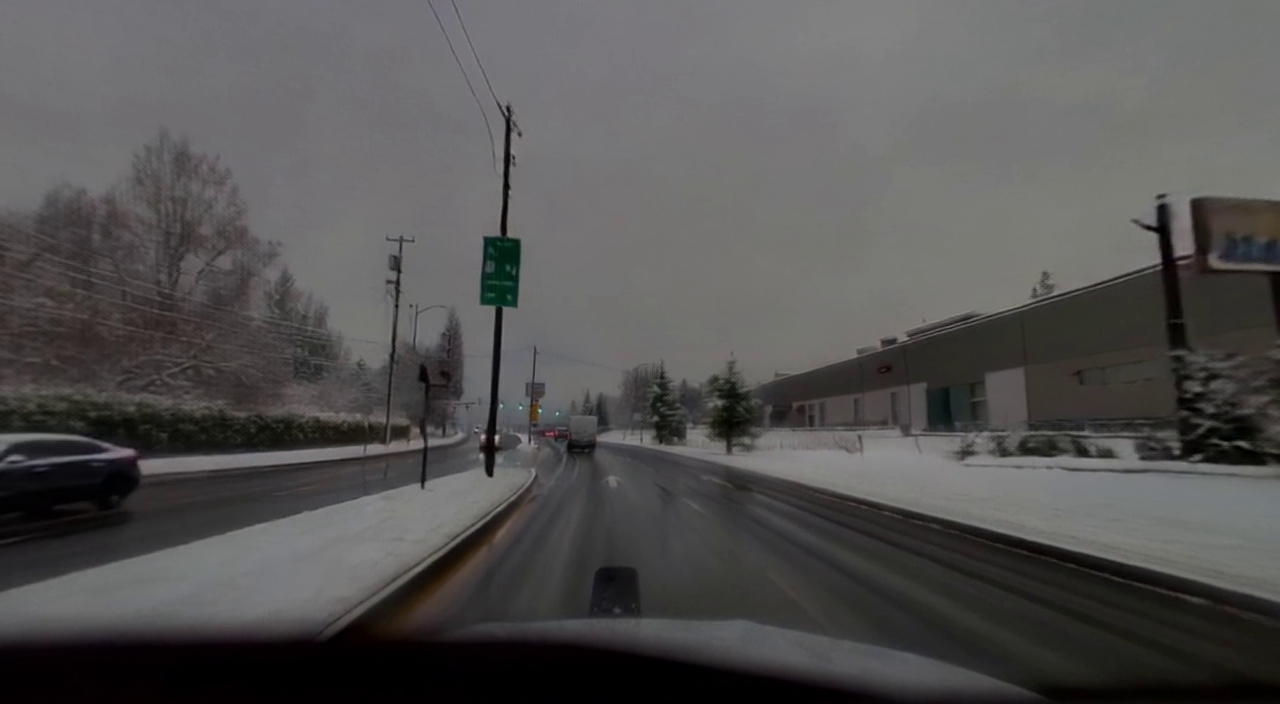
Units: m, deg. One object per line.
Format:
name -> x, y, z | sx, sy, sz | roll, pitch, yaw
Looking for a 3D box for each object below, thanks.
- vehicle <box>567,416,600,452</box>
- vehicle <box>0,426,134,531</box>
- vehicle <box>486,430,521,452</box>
vehicle -> -4.527, 6.496, 49.815 | 2.276, 2.706, 5.232 | 1, -8, -8
vehicle -> -10.297, 1.900, 9.618 | 1.897, 1.515, 3.986 | 0, -8, -2
vehicle -> -10.397, 6.842, 48.311 | 2.120, 1.610, 3.917 | 1, -8, -5
